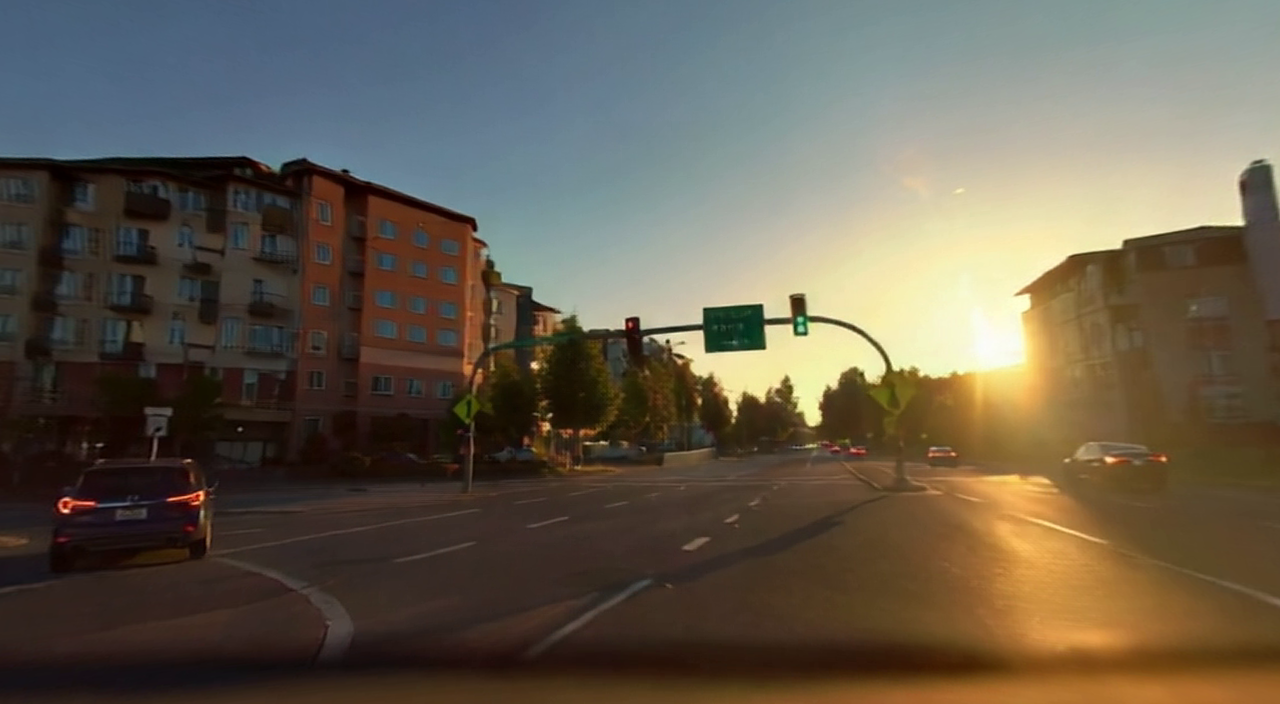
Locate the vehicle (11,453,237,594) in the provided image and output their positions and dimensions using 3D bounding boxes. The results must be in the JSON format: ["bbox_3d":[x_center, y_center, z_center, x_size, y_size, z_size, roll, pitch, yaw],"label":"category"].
[{"bbox_3d":[-7.231,2.258,9.150,2.014,1.525,3.670,5,-11,-34],"label":"vehicle"}]

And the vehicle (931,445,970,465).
[{"bbox_3d":[24.565,8.172,49.706,1.931,1.475,4.092,-3,-9,14],"label":"vehicle"}]

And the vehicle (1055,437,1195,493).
[{"bbox_3d":[15.628,3.644,20.532,2.007,1.586,4.210,-3,-9,14],"label":"vehicle"}]
